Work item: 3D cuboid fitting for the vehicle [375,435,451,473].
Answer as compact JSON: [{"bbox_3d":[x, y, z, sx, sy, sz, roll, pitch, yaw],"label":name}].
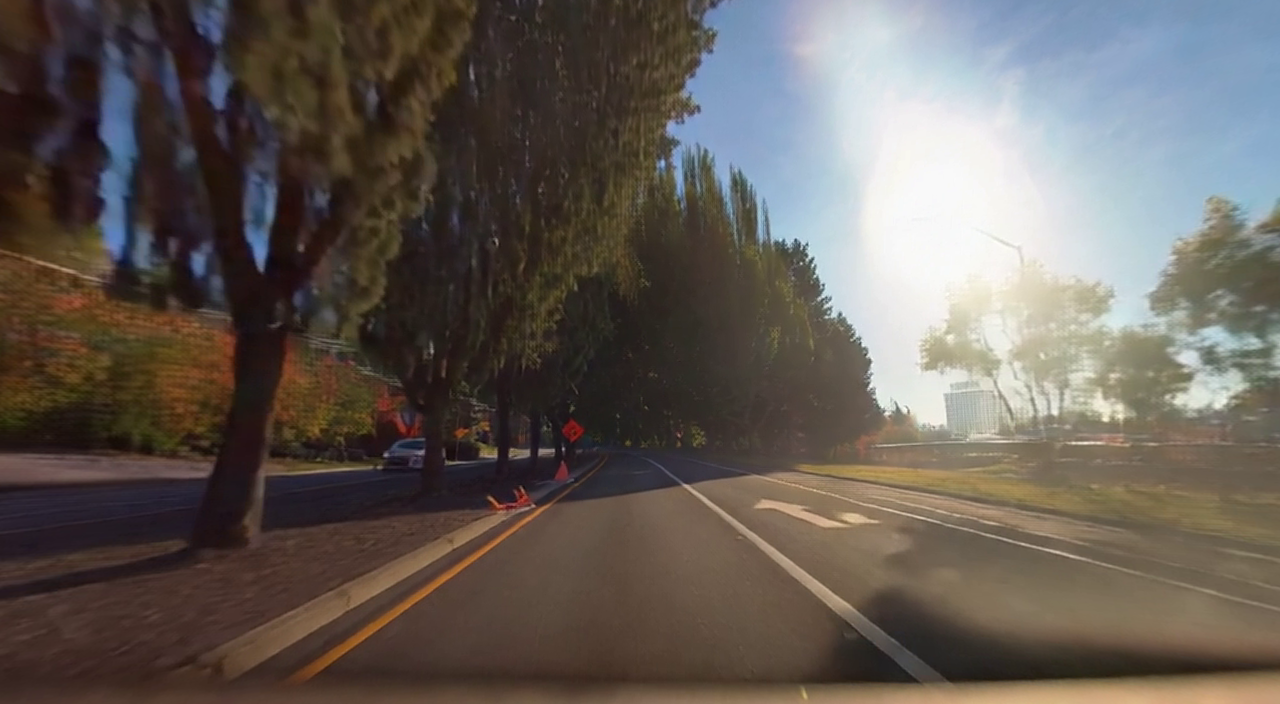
[{"bbox_3d":[-11.361,5.162,32.071,2.236,1.758,4.564,0,-8,-1],"label":"vehicle"}]
